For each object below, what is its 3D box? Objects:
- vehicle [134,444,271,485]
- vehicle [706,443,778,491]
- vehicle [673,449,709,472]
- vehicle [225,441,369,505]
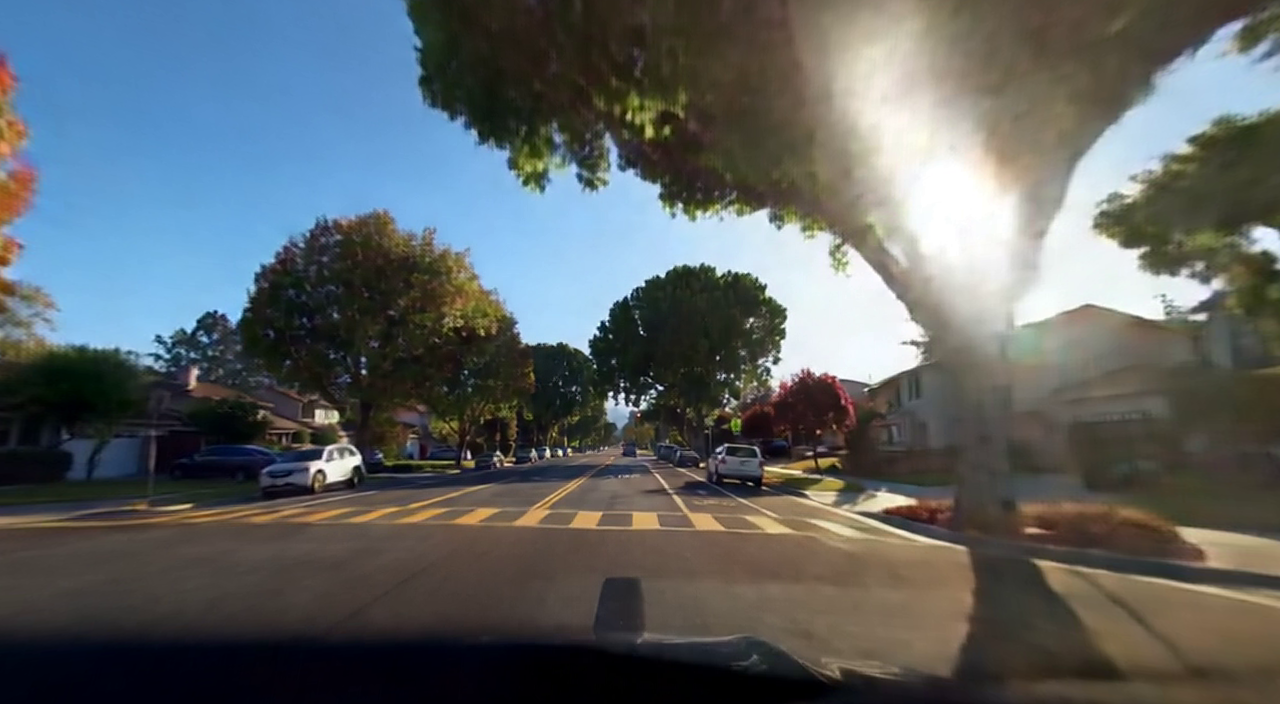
[{"bbox_3d":[-19.195,4.930,27.898,4.450,1.677,2.027,0,-9,-3],"label":"vehicle"},{"bbox_3d":[4.025,4.600,25.669,2.027,1.751,4.433,0,-9,-2],"label":"vehicle"},{"bbox_3d":[3.682,7.899,46.311,1.920,1.541,4.709,0,-9,-4],"label":"vehicle"},{"bbox_3d":[-11.968,4.222,22.651,2.199,1.988,5.454,0,-9,-2],"label":"vehicle"}]
